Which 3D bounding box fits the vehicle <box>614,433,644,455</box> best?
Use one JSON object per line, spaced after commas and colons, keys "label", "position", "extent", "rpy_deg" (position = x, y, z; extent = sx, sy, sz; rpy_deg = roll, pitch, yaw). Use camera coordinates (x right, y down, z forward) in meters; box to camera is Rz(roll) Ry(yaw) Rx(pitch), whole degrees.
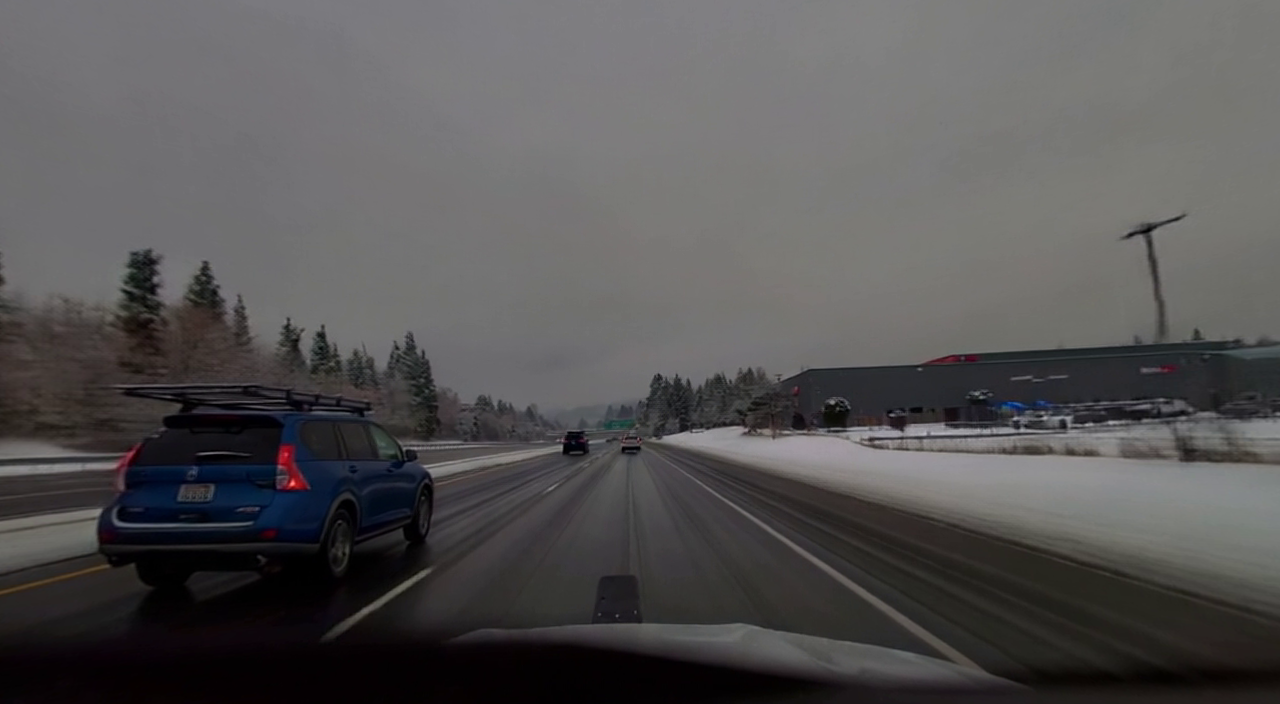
{"label": "vehicle", "position": [-0.828, 6.963, 47.825], "extent": [2.151, 1.618, 3.898], "rpy_deg": [0, -8, -1]}

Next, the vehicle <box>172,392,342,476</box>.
{"label": "vehicle", "position": [-16.983, 3.768, 28.829], "extent": [2.817, 3.312, 7.812], "rpy_deg": [0, -8, 0]}
